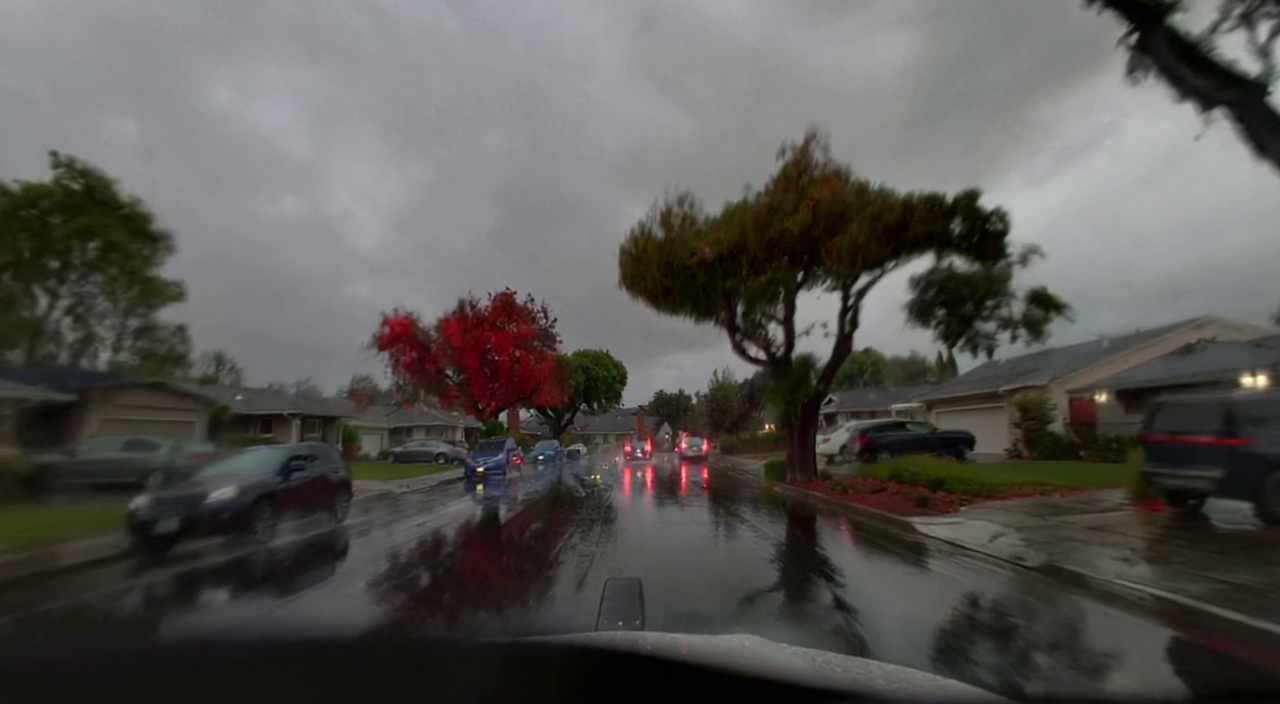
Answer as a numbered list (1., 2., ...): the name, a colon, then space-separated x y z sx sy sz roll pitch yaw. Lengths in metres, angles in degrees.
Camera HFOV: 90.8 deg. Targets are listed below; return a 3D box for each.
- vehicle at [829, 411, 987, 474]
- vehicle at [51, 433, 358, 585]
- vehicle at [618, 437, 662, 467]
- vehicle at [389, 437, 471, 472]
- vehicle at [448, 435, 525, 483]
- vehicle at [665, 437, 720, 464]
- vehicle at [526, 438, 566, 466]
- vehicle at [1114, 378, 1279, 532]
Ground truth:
1. vehicle: 9.868 3.354 23.516 4.813 1.914 2.041 -3 -9 -4
2. vehicle: -6.110 2.133 9.600 2.007 1.662 3.951 -2 -7 -2
3. vehicle: -0.080 5.273 33.494 2.192 1.474 4.192 0 -9 -2
4. vehicle: -12.953 6.337 39.149 4.461 1.717 1.936 -4 -7 -5
5. vehicle: -6.533 4.562 27.426 2.254 1.773 4.795 -2 -7 -2
6. vehicle: 3.083 5.934 38.078 2.429 1.502 4.474 1 -9 -7
7. vehicle: -6.743 7.273 45.853 2.235 1.851 4.662 -2 -9 -1
8. vehicle: 10.071 1.270 8.932 4.908 1.846 2.143 -4 -9 -2
